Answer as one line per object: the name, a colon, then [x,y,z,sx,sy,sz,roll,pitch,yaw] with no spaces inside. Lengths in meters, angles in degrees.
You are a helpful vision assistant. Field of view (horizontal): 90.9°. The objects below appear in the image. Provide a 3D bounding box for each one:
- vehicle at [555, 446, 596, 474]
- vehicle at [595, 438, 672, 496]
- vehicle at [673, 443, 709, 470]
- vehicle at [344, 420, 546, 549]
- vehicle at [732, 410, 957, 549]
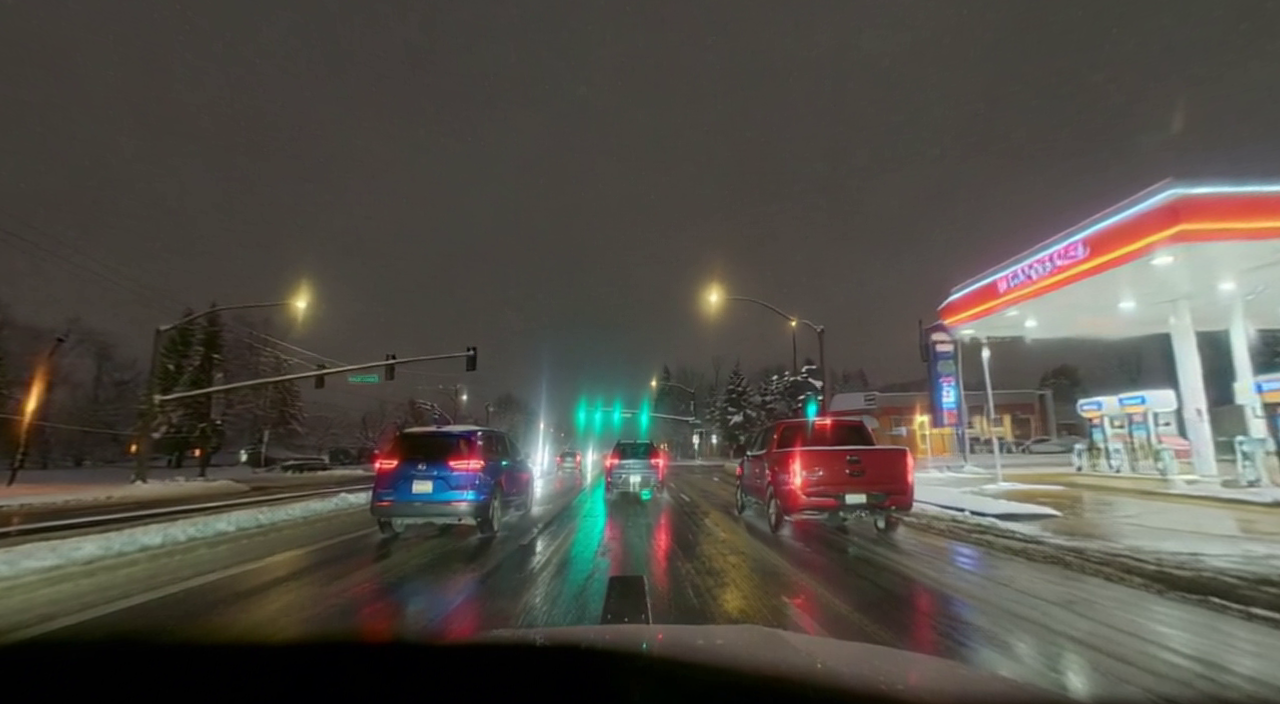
vehicle: [-3.577,6.046,35.582,1.954,1.497,4.078,0,-8,-1]
vehicle: [-0.203,3.586,20.059,2.181,1.650,4.083,0,-8,-1]
vehicle: [3.514,7.269,43.987,2.122,1.745,4.337,0,-8,0]
vehicle: [-2.981,2.126,10.771,2.019,1.731,4.299,0,-8,0]
vehicle: [3.169,2.129,11.290,2.161,1.868,5.321,0,-8,-1]
